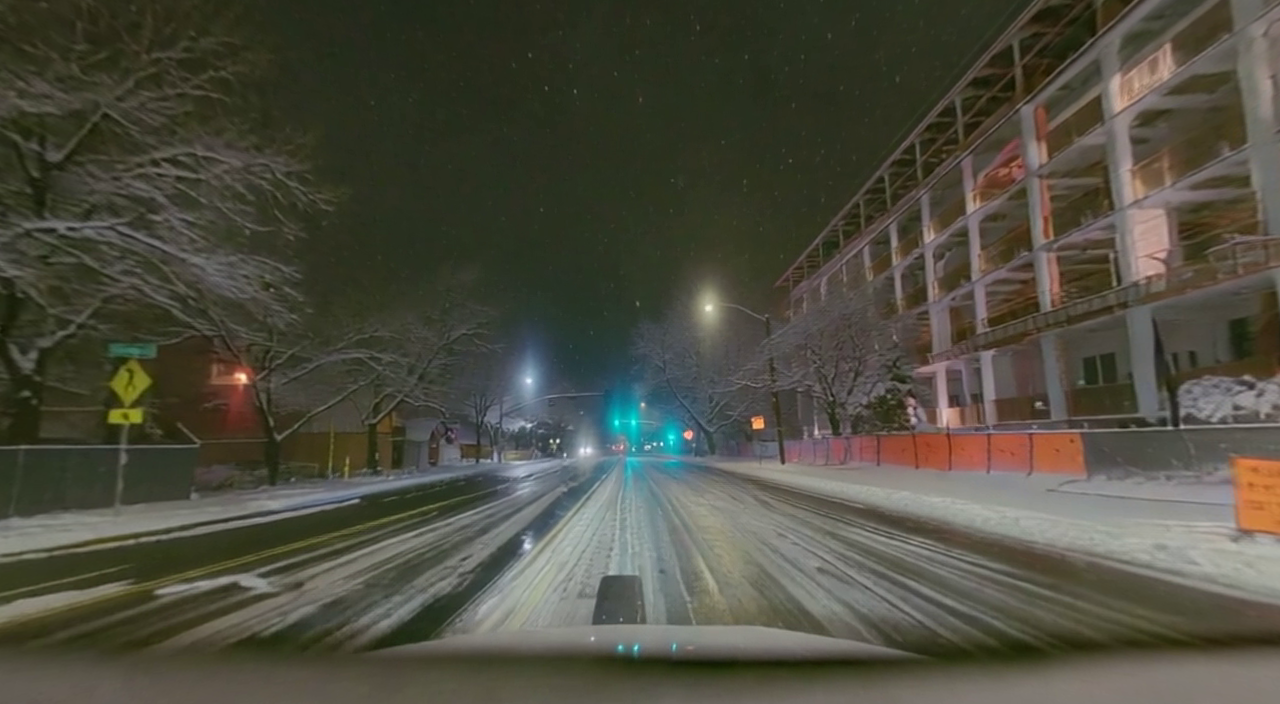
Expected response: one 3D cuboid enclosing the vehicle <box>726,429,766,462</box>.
[{"bbox_3d":[8.294,7.339,49.664,2.613,2.434,2.675,2,-8,-3],"label":"vehicle"}]
